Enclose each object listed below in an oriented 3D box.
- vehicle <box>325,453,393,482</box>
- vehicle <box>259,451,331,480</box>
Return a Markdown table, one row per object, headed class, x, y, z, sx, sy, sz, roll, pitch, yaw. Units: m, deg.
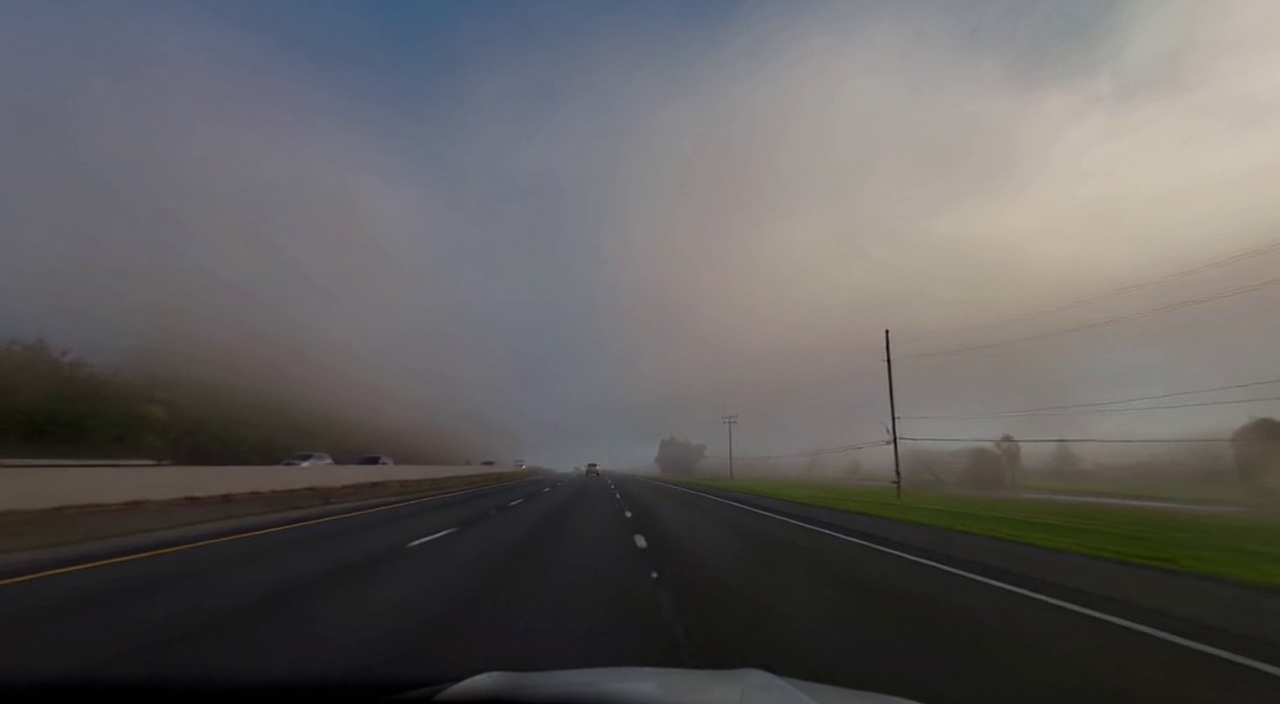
| class | x | y | z | sx | sy | sz | roll | pitch | yaw |
| --- | --- | --- | --- | --- | --- | --- | --- | --- | --- |
| vehicle | -15.588 | 6.455 | 35.199 | 1.965 | 1.498 | 4.378 | 1 | -10 | -3 |
| vehicle | -19.164 | 6.344 | 35.246 | 1.819 | 1.482 | 4.228 | 1 | -10 | -3 |
